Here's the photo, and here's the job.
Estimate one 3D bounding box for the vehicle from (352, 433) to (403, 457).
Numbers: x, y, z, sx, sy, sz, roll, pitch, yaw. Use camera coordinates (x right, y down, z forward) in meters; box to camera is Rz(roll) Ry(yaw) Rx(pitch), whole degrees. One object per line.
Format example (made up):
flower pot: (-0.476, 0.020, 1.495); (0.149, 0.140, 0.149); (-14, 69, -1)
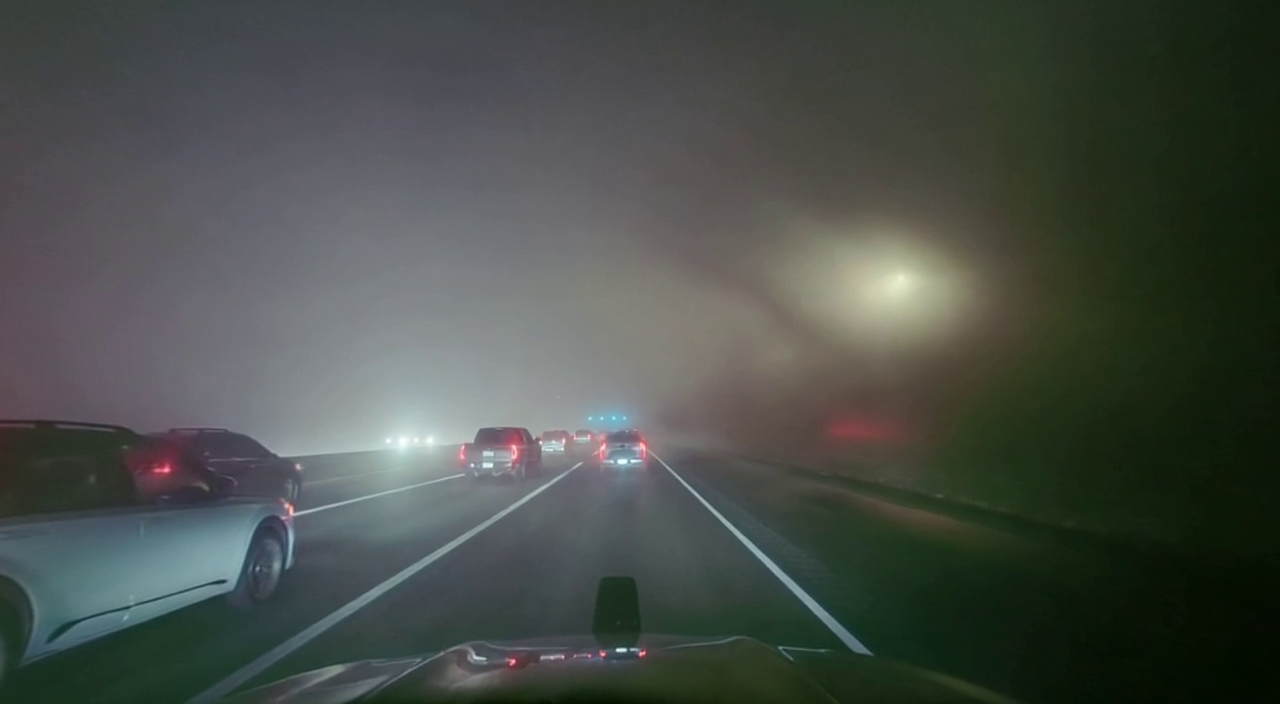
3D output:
vehicle: (-20.168, 7.156, 48.514); (2.039, 1.717, 4.349); (0, -8, 0)

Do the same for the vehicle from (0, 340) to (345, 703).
vehicle: (-3.854, 0.947, 3.757); (2.107, 1.703, 4.274); (0, -8, 0)

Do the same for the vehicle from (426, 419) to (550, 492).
vehicle: (-3.868, 2.717, 16.961); (2.154, 1.690, 4.595); (0, -8, 1)

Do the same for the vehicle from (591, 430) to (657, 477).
vehicle: (-0.535, 3.440, 21.589); (2.070, 1.452, 3.834); (0, -8, -1)
